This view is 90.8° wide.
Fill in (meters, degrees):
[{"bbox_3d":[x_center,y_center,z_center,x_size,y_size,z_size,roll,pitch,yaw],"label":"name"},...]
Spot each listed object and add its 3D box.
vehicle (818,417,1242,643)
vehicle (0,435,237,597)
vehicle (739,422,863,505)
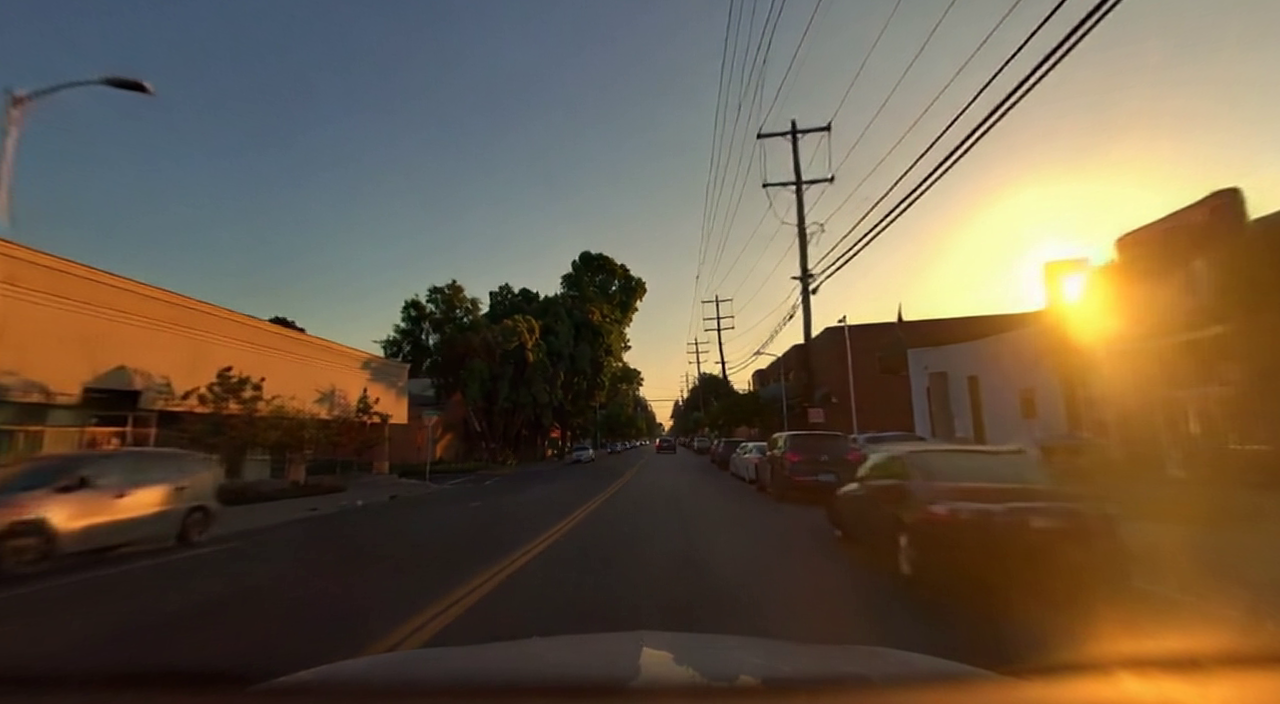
[{"bbox_3d":[3.333,1.544,6.812,2.261,1.503,4.695,-2,-8,10],"label":"vehicle"},{"bbox_3d":[-8.195,2.174,8.924,1.972,1.818,4.334,-2,-9,3],"label":"vehicle"},{"bbox_3d":[3.994,2.856,16.611,1.952,1.849,4.837,0,-8,0],"label":"vehicle"}]
